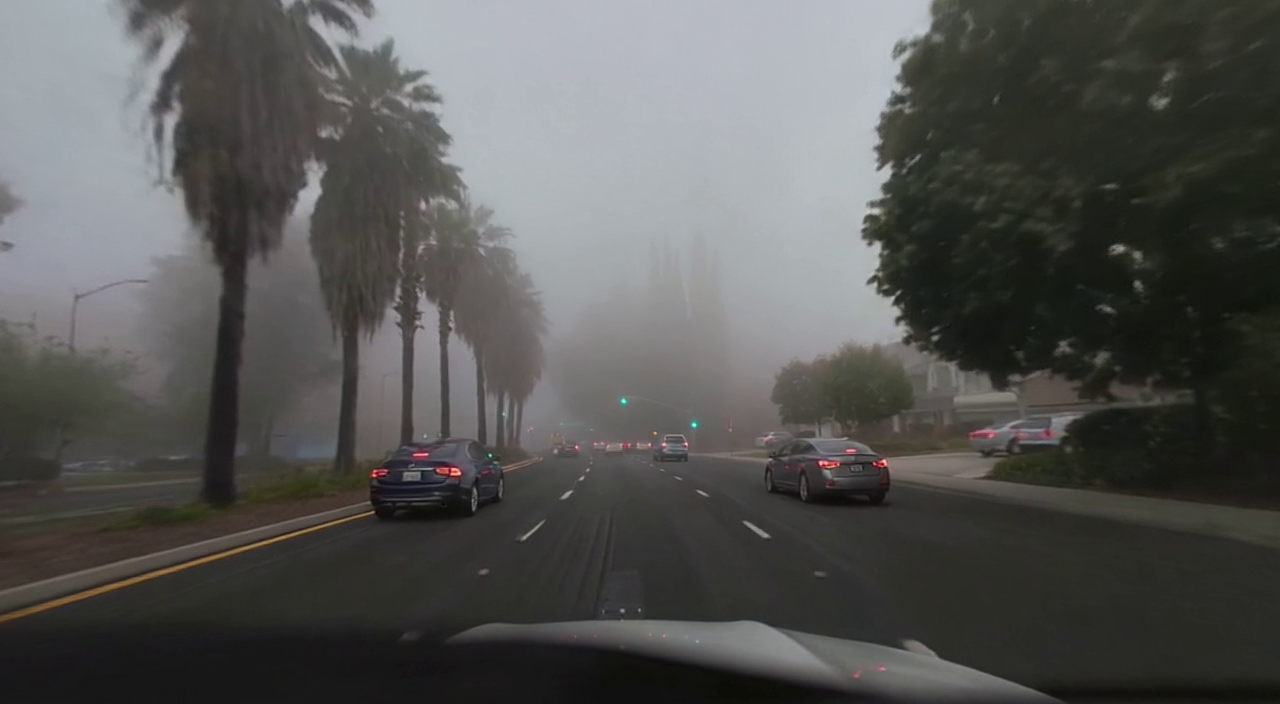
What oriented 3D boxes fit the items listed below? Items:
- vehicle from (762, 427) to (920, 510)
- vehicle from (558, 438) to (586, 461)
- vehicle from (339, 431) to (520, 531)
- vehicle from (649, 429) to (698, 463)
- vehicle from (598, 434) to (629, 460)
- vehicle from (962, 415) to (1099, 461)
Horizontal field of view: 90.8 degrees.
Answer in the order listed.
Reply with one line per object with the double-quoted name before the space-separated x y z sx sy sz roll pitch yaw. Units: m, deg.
"vehicle" 4.049 2.417 13.539 1.870 1.491 4.009 0 -8 -3
"vehicle" -4.976 7.133 46.285 1.922 1.577 4.140 1 -8 -5
"vehicle" -3.556 2.240 11.614 1.924 1.473 4.200 0 -8 -1
"vehicle" 2.025 5.964 40.112 2.391 1.960 5.600 0 -8 -5
"vehicle" -2.058 7.220 48.068 2.164 1.867 4.254 1 -8 -5
"vehicle" 15.746 3.538 25.839 1.978 1.669 4.515 2 -9 -16
